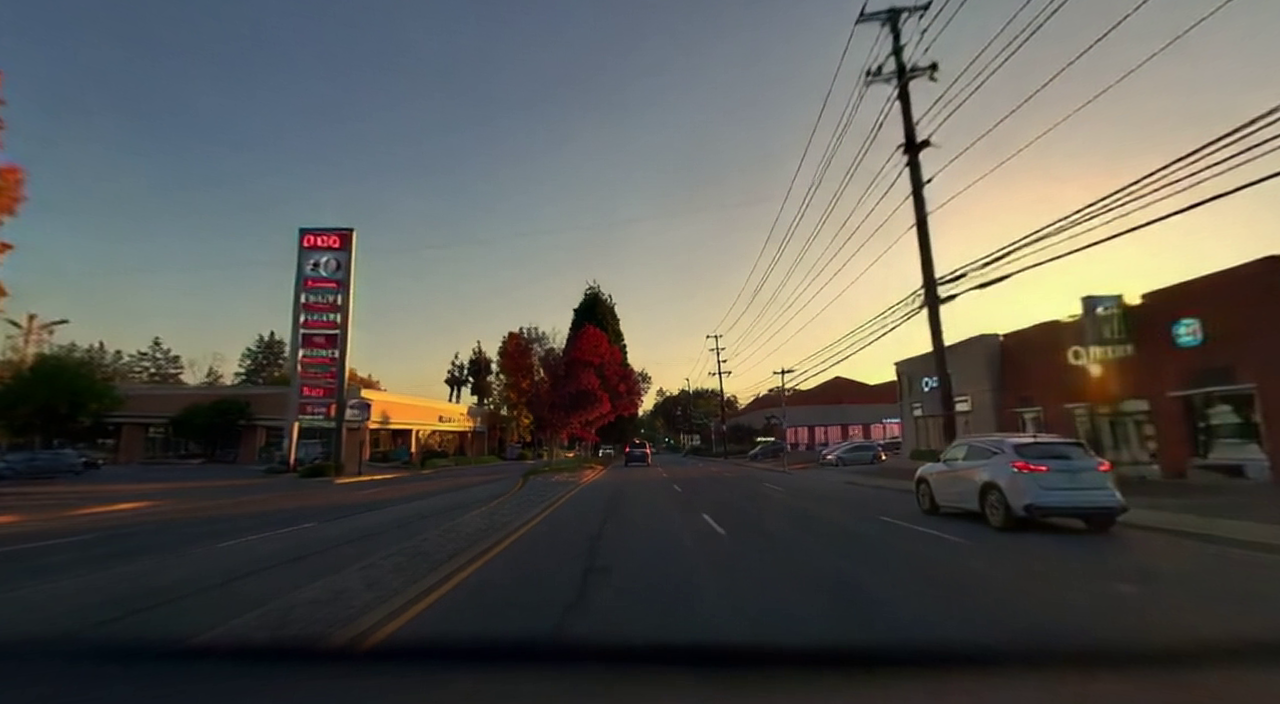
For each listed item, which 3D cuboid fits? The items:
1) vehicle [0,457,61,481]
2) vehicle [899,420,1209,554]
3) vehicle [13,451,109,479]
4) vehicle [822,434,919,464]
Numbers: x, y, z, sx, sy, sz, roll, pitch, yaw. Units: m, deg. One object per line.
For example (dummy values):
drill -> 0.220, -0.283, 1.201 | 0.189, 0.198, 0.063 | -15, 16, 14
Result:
vehicle -> -40.662, 7.532, 40.551 | 4.692, 1.445, 1.922 | 1, -9, -10
vehicle -> 6.242, 2.067, 10.388 | 1.995, 1.705, 4.434 | 0, -9, -1
vehicle -> -41.924, 8.162, 45.839 | 4.738, 1.734, 1.970 | -1, -8, -9
vehicle -> 16.535, 6.979, 45.466 | 5.990, 1.834, 2.262 | -2, -8, -5
